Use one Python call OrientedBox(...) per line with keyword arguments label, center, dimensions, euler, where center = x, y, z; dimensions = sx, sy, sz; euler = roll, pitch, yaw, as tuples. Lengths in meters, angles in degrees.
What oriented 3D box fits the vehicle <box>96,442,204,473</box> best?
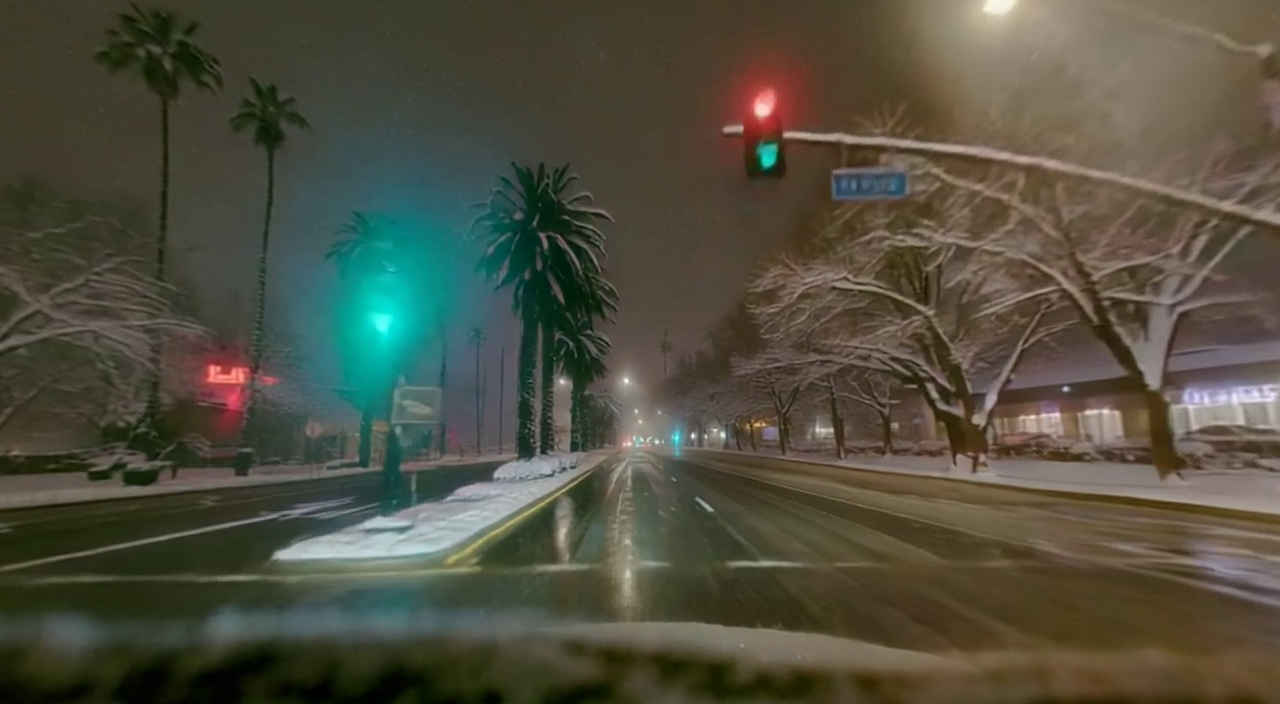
OrientedBox(label="vehicle", center=(-32.000, 6.885, 41.335), dimensions=(5.196, 1.936, 2.247), euler=(-1, -9, 2))
